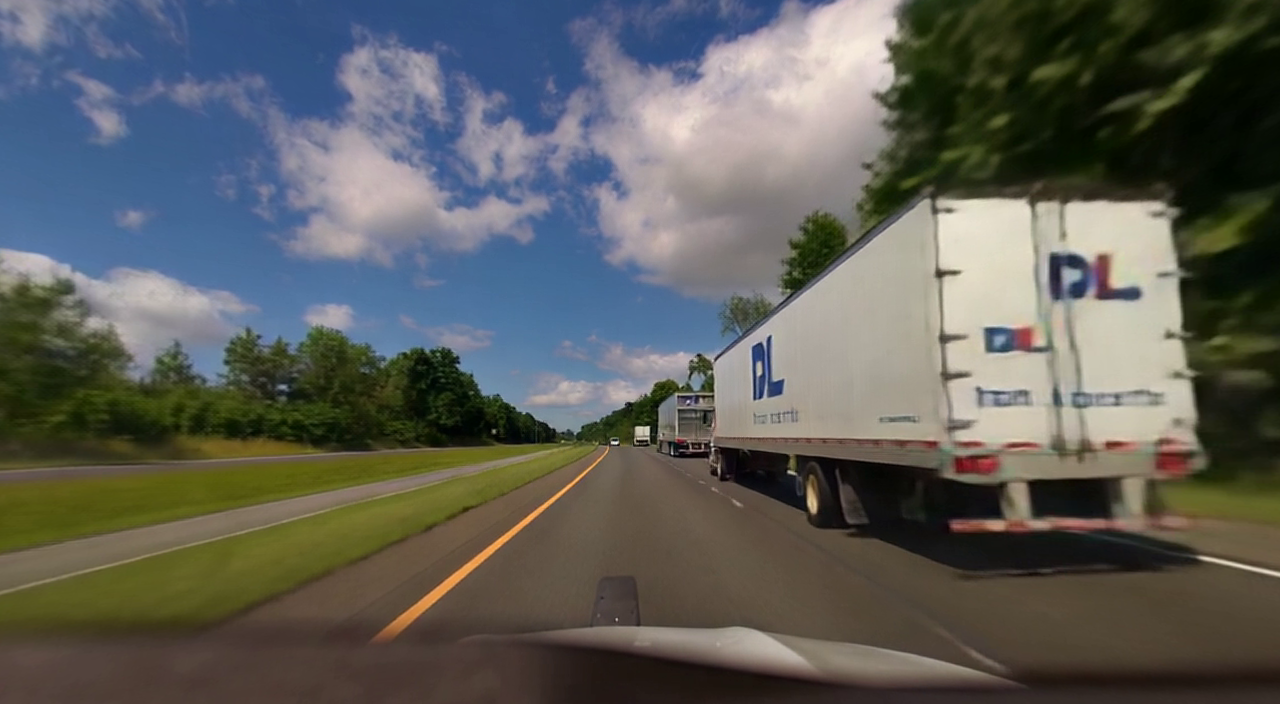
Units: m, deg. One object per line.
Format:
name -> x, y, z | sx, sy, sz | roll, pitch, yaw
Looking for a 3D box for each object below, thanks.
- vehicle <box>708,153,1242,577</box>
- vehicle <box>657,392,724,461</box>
vehicle -> 3.862, 1.048, 13.243 | 2.863, 4.031, 14.678 | 0, -8, -1
vehicle -> 3.164, 5.379, 44.087 | 2.871, 4.072, 14.183 | 0, -8, -3
